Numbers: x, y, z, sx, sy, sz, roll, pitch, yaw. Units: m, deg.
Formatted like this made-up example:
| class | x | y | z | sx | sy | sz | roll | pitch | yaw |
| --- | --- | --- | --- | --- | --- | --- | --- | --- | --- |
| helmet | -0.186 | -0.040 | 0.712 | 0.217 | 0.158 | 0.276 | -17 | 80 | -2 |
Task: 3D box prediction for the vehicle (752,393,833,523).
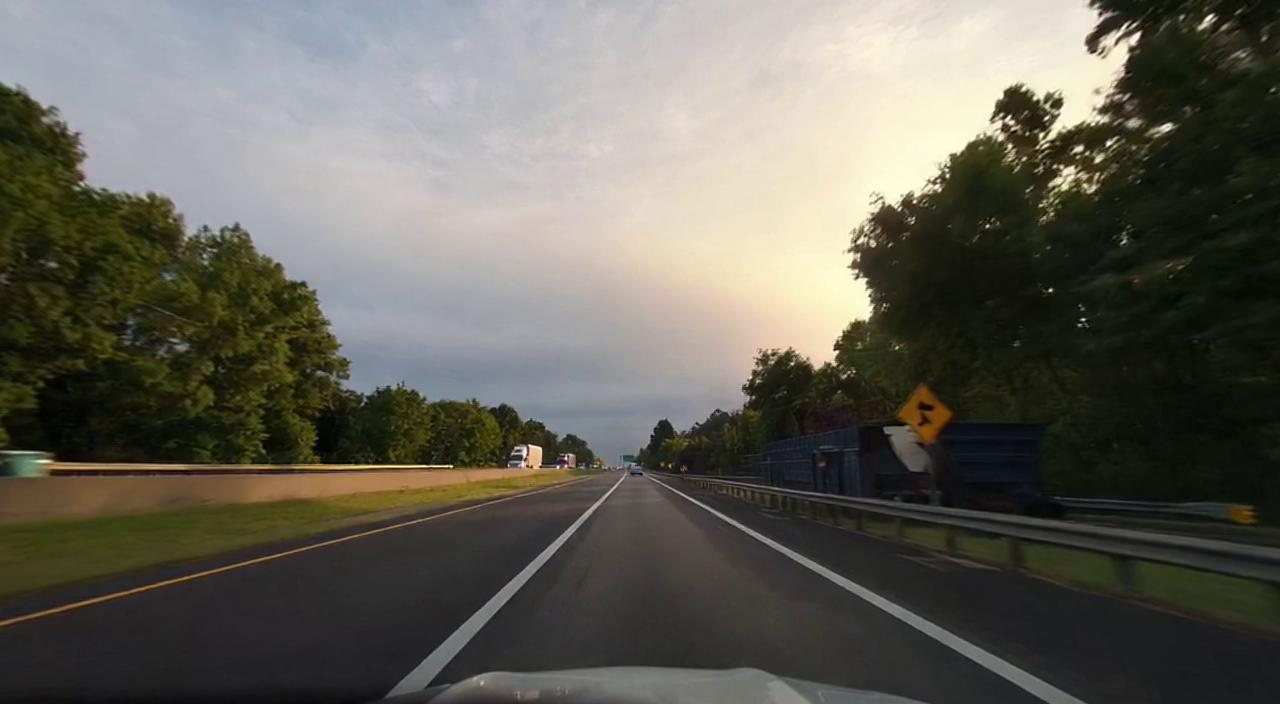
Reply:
| class | x | y | z | sx | sy | sz | roll | pitch | yaw |
| --- | --- | --- | --- | --- | --- | --- | --- | --- | --- |
| vehicle | 4.913 | 3.470 | 20.779 | 1.837 | 3.859 | 3.230 | 1 | -10 | 1 |
